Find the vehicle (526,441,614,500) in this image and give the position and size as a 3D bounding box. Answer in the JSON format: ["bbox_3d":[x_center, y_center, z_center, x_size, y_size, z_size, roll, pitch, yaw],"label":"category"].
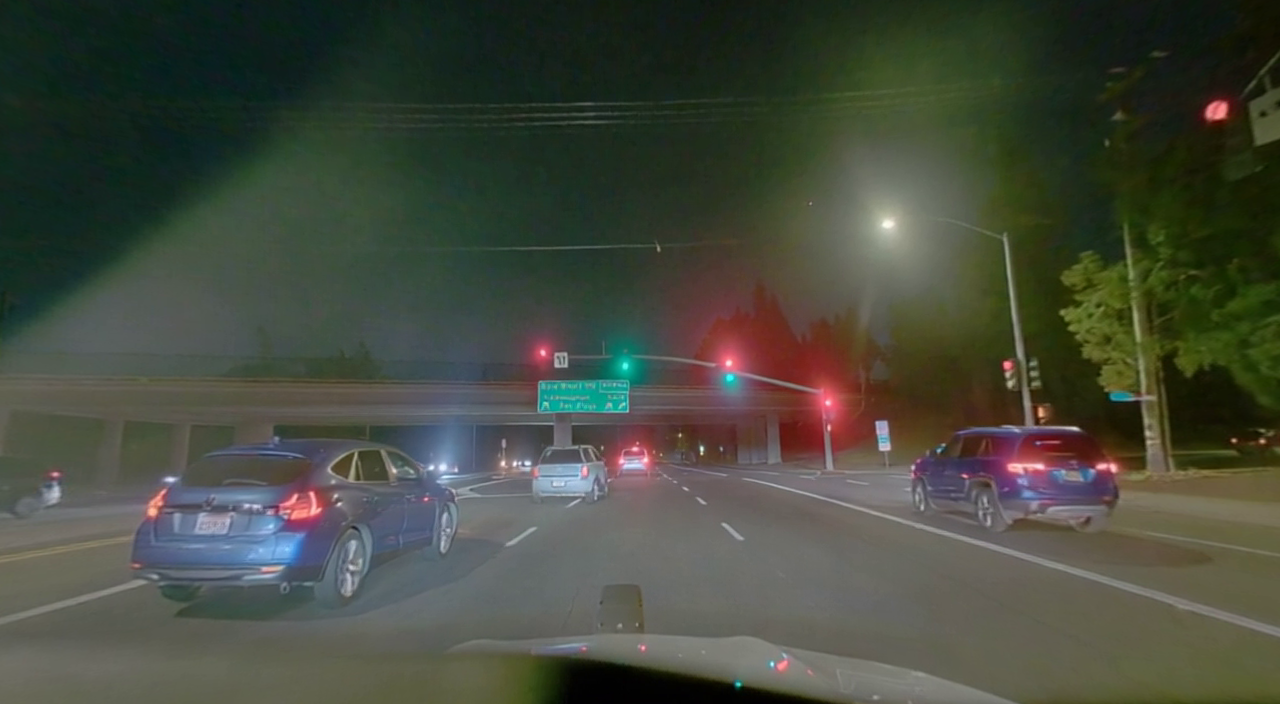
[{"bbox_3d":[-2.272,3.998,21.840,2.060,1.768,4.681,-1,-8,6],"label":"vehicle"}]

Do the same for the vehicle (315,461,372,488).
[{"bbox_3d":[-19.712,8.139,42.198,1.857,1.534,4.221,0,-8,-1],"label":"vehicle"}]

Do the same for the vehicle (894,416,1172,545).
[{"bbox_3d":[6.426,2.129,11.120,2.074,1.785,4.320,0,-8,0],"label":"vehicle"}]

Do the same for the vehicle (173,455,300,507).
[{"bbox_3d":[-15.962,5.081,25.385,2.007,1.730,4.774,-1,-8,-1],"label":"vehicle"}]

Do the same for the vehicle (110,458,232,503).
[{"bbox_3d":[-23.298,6.351,31.714,2.039,1.965,5.291,0,-8,0],"label":"vehicle"}]

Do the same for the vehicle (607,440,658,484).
[{"bbox_3d":[-0.314,5.464,31.803,2.342,2.026,4.642,0,-8,1],"label":"vehicle"}]
